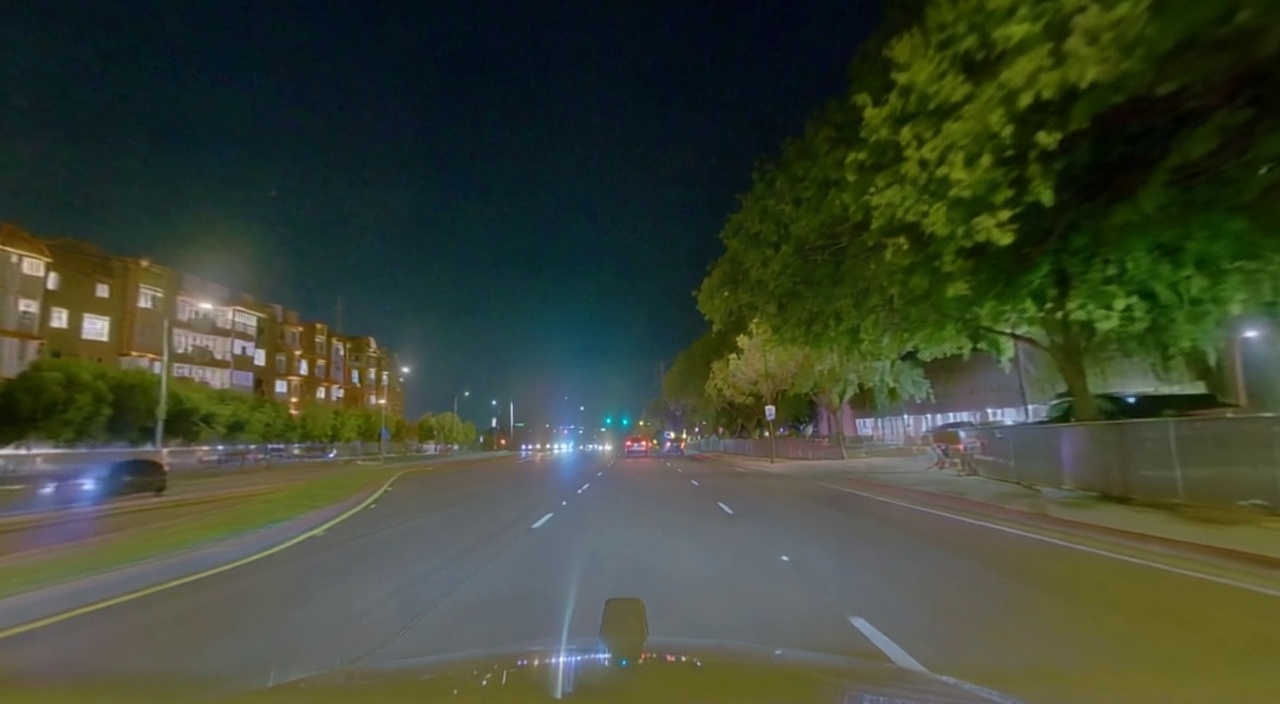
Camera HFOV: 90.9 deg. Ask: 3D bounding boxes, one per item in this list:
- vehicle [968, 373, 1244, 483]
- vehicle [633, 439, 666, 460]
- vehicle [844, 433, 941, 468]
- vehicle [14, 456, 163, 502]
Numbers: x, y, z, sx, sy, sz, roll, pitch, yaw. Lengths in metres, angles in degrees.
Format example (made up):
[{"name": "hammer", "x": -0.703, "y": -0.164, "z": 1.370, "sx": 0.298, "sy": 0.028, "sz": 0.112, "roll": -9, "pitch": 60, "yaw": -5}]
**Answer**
[{"name": "vehicle", "x": 15.523, "y": 2.615, "z": 21.504, "sx": 6.641, "sy": 3.391, "sz": 3.387, "roll": 0, "pitch": -8, "yaw": -3}, {"name": "vehicle", "x": 0.766, "y": 7.326, "z": 47.643, "sx": 1.974, "sy": 1.490, "sz": 4.231, "roll": -1, "pitch": -8, "yaw": 8}, {"name": "vehicle", "x": 12.260, "y": 4.776, "z": 30.924, "sx": 1.948, "sy": 1.466, "sz": 4.520, "roll": -1, "pitch": -7, "yaw": -16}, {"name": "vehicle", "x": -20.733, "y": 4.746, "z": 23.978, "sx": 1.794, "sy": 1.463, "sz": 4.332, "roll": 0, "pitch": -8, "yaw": -1}]
